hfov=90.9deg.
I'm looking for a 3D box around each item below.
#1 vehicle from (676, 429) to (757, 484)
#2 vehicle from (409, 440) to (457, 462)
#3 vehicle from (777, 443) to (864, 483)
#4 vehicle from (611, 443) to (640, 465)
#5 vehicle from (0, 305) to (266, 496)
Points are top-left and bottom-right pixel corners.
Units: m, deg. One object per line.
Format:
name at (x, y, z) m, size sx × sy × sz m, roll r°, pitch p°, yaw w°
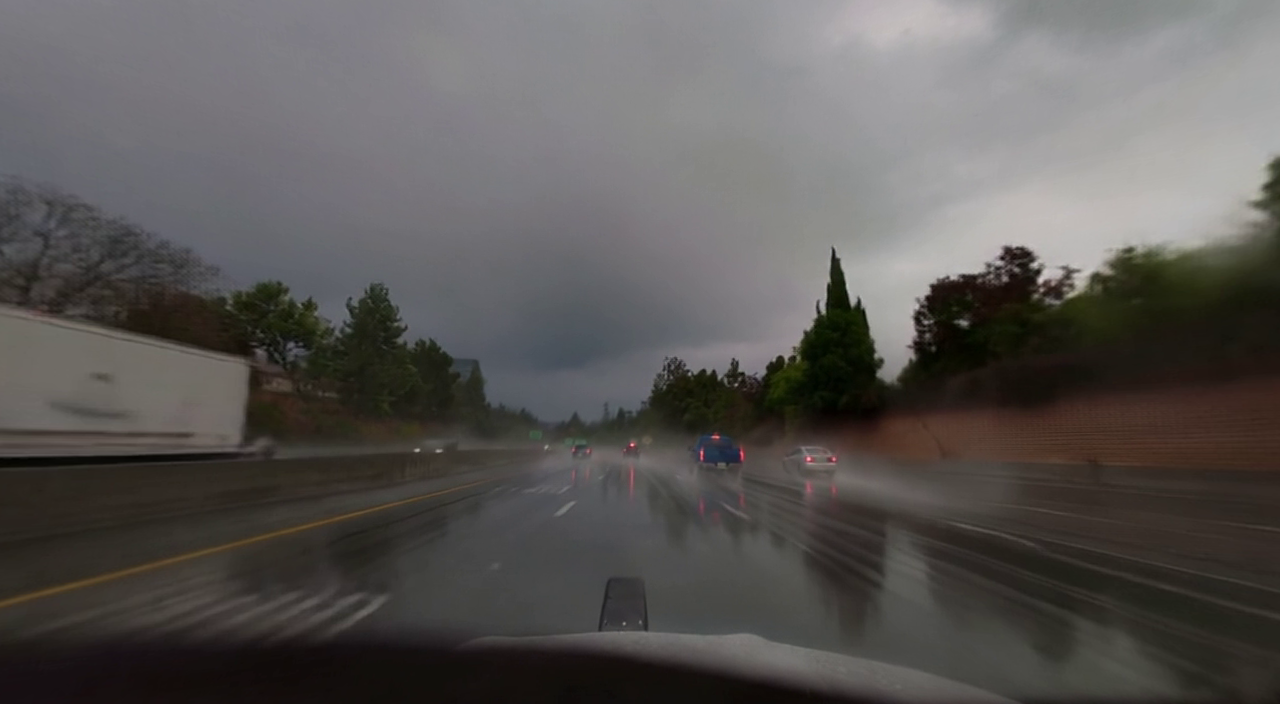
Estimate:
vehicle at (2.922, 4.167, 25.479) m, size 2.374 × 1.952 × 5.431 m, roll 0°, pitch -8°, yaw -2°
vehicle at (-14.751, 7.069, 45.275) m, size 2.044 × 1.488 × 4.527 m, roll 0°, pitch -8°, yaw -2°
vehicle at (7.333, 4.548, 26.242) m, size 1.976 × 1.485 × 4.925 m, roll 0°, pitch -8°, yaw -3°
vehicle at (-1.161, 7.870, 48.784) m, size 2.050 × 1.607 × 3.821 m, roll 0°, pitch -8°, yaw -3°
vehicle at (-13.892, 1.152, 13.525) m, size 3.332 × 3.597 × 13.916 m, roll 0°, pitch -8°, yaw 0°
